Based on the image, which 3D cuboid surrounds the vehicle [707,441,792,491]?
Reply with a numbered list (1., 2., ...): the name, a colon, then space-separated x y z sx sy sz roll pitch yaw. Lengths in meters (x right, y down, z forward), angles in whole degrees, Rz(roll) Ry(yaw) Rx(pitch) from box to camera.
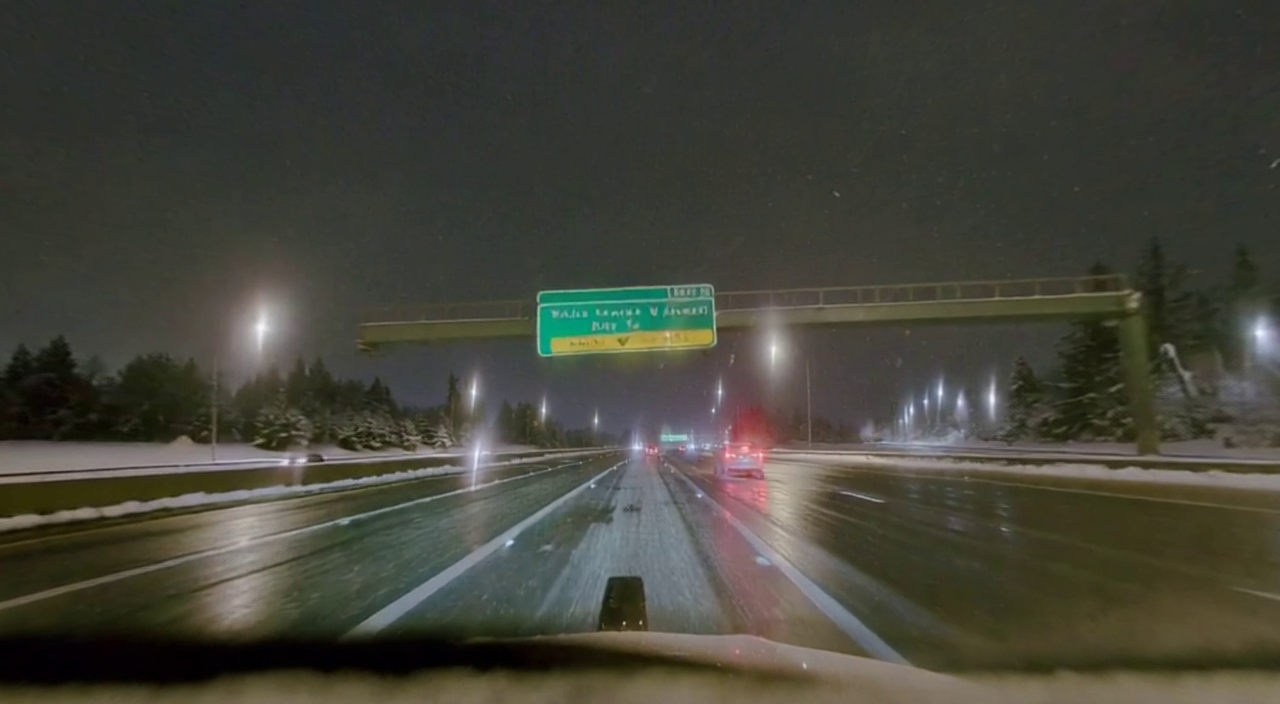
1. vehicle: 3.595 3.839 21.595 1.999 1.492 4.673 0 -9 -1
